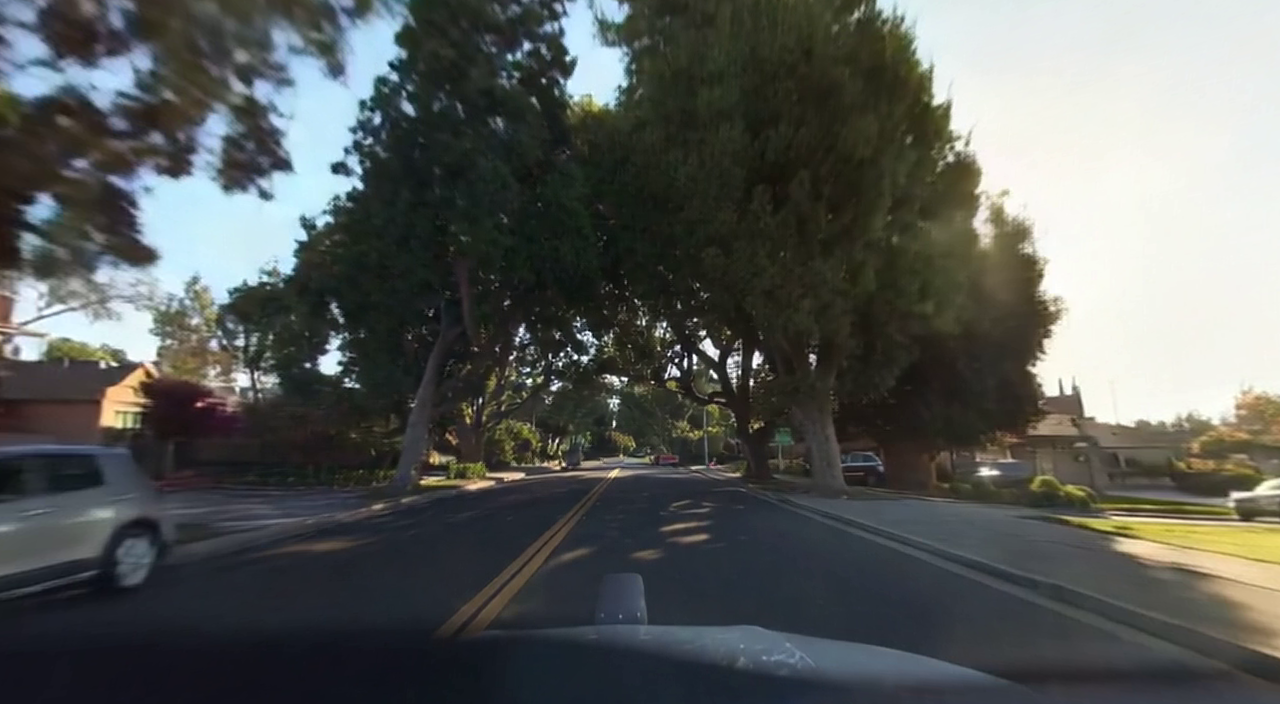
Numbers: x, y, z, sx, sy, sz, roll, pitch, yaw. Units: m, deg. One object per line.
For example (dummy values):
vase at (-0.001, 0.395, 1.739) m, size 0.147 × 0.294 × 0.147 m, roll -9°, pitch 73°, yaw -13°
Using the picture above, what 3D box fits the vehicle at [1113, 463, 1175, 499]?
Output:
vehicle at (27.013, 6.887, 33.962) m, size 1.916 × 1.620 × 3.519 m, roll -4°, pitch -9°, yaw 28°

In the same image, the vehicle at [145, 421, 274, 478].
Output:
vehicle at (-17.498, 4.007, 25.638) m, size 4.918 × 1.918 × 2.002 m, roll -8°, pitch -11°, yaw 24°

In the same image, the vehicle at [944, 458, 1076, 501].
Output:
vehicle at (14.477, 4.991, 24.958) m, size 4.231 × 1.493 × 1.941 m, roll -5°, pitch -10°, yaw 28°

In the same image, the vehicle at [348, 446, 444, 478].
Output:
vehicle at (-15.628, 6.999, 40.271) m, size 6.072 × 1.882 × 2.277 m, roll -5°, pitch -10°, yaw 29°

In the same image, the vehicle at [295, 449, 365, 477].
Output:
vehicle at (-21.372, 7.617, 43.450) m, size 4.507 × 1.774 × 1.923 m, roll -5°, pitch -10°, yaw 27°

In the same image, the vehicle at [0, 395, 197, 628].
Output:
vehicle at (-5.913, 1.299, 4.721) m, size 1.924 × 1.765 × 4.542 m, roll -7°, pitch -13°, yaw 0°

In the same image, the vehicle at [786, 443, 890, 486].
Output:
vehicle at (10.839, 6.159, 34.626) m, size 4.854 × 1.771 × 2.123 m, roll -12°, pitch -12°, yaw 28°
